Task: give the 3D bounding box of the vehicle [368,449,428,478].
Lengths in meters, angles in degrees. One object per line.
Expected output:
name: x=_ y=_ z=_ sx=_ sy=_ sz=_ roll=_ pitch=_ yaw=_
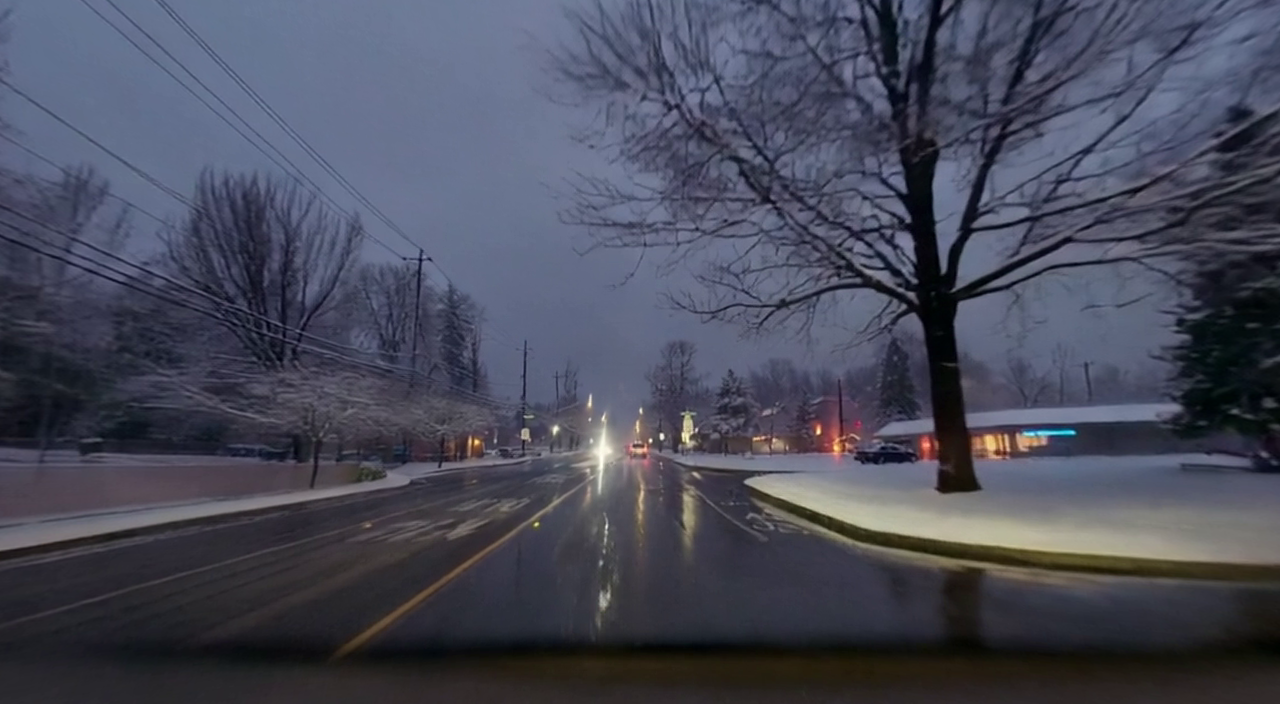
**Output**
vehicle: x=-13.404 y=6.097 z=34.850 sx=2.061 sy=1.475 sz=4.357 roll=6 pitch=-10 yaw=-34
